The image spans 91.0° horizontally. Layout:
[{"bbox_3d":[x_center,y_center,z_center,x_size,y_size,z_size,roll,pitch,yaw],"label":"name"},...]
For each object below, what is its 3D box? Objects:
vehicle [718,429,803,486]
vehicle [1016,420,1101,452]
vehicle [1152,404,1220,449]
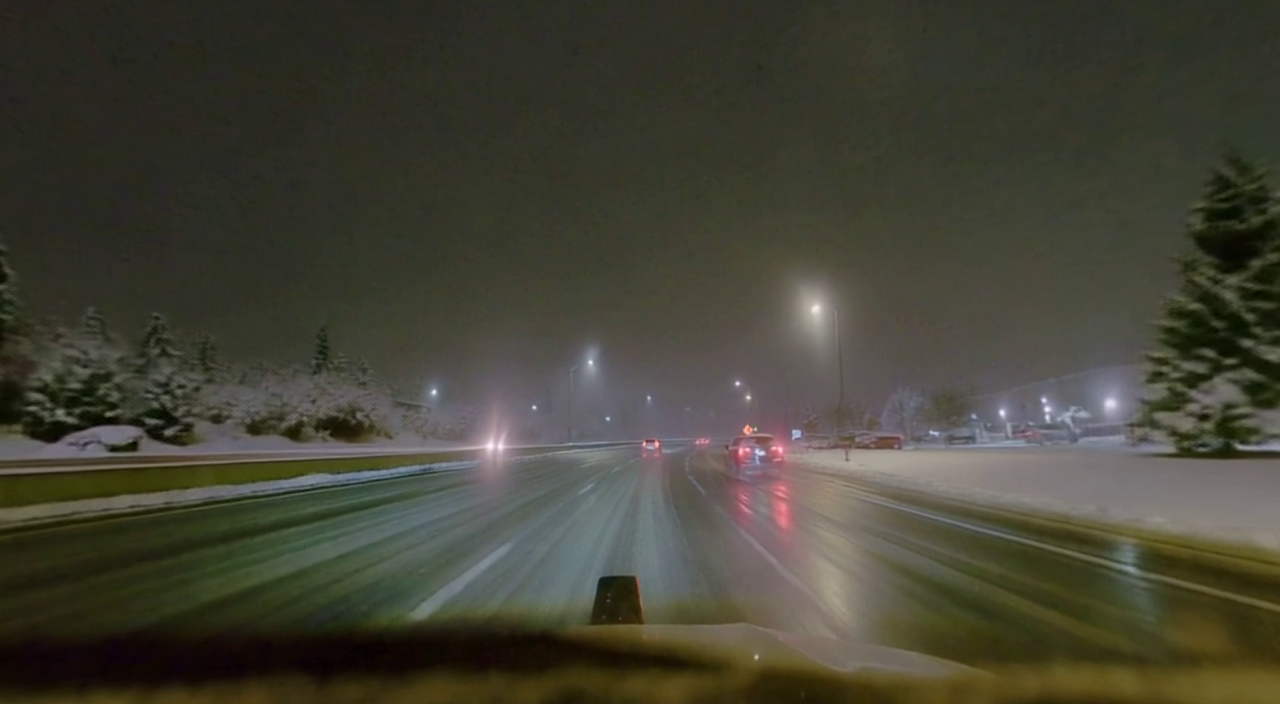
[{"bbox_3d":[3.965,3.550,21.460,2.090,1.715,4.228,0,-8,1],"label":"vehicle"},{"bbox_3d":[30.091,6.060,45.442,4.491,1.767,2.057,-9,-10,17],"label":"vehicle"},{"bbox_3d":[33.920,4.761,39.290,2.258,2.496,6.200,-7,-11,34],"label":"vehicle"}]
